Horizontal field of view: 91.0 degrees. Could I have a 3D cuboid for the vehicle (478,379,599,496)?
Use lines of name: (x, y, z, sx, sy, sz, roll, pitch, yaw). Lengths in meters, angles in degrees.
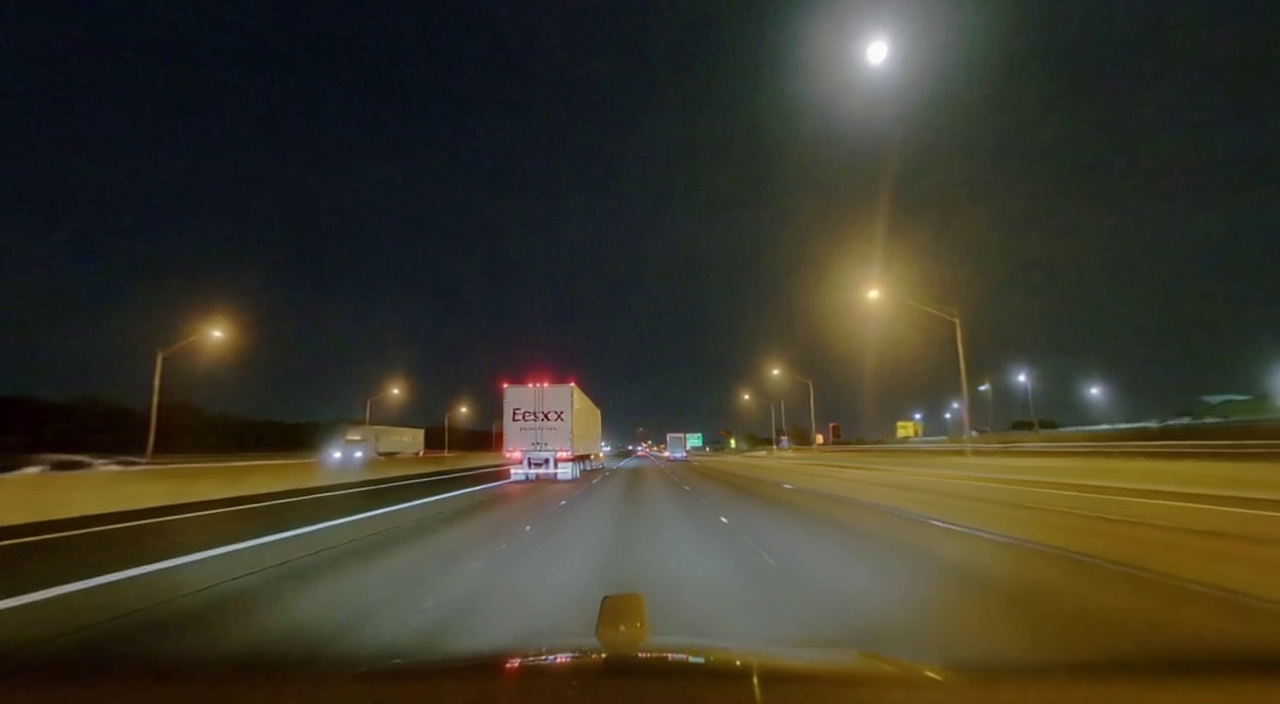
vehicle: (-3.274, 3.172, 22.913, 2.922, 3.458, 8.360, 0, -9, 0)
